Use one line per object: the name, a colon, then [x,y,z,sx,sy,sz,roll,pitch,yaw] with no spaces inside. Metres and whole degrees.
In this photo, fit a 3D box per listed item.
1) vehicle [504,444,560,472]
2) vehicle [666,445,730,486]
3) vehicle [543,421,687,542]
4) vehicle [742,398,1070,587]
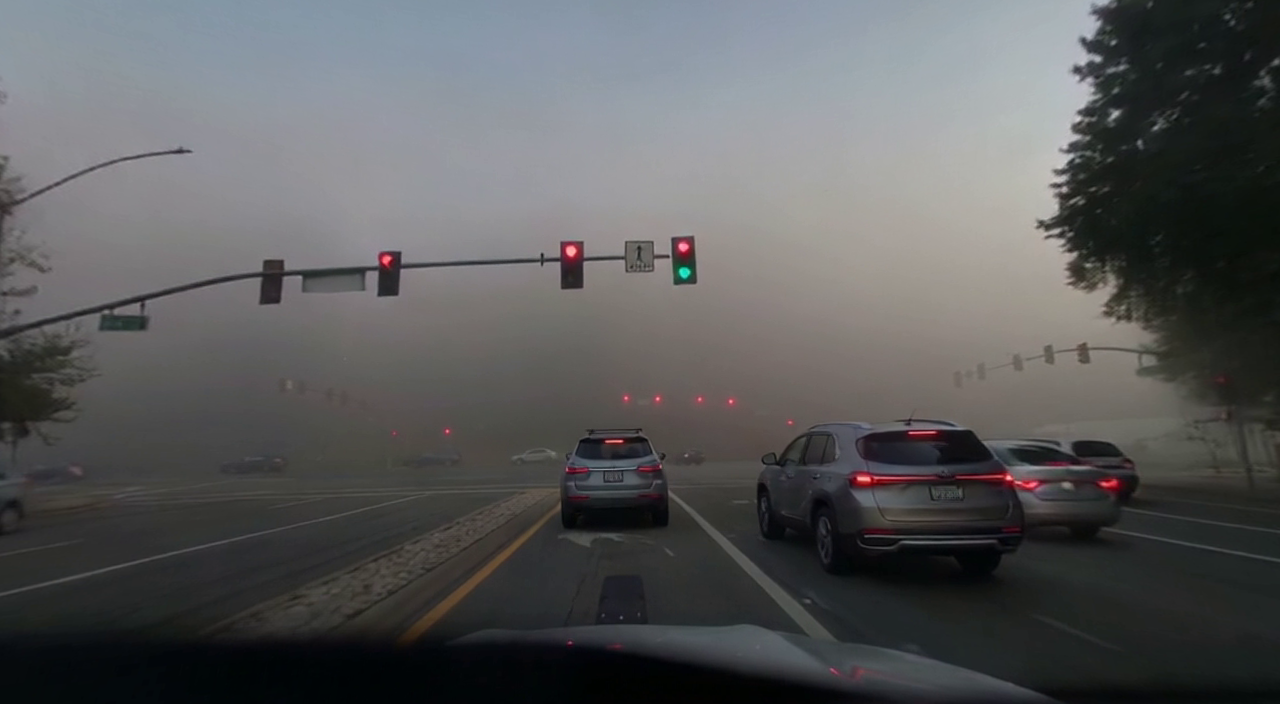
vehicle: [-7.272,7.044,42.079,2.188,1.712,4.318,5,-10,-31]
vehicle: [2.193,4.435,25.086,1.900,1.459,4.260,0,-9,-4]
vehicle: [-0.404,2.163,11.130,2.039,1.698,4.144,0,-9,-2]
vehicle: [2.931,1.678,8.339,2.228,1.798,4.370,0,-9,-3]
